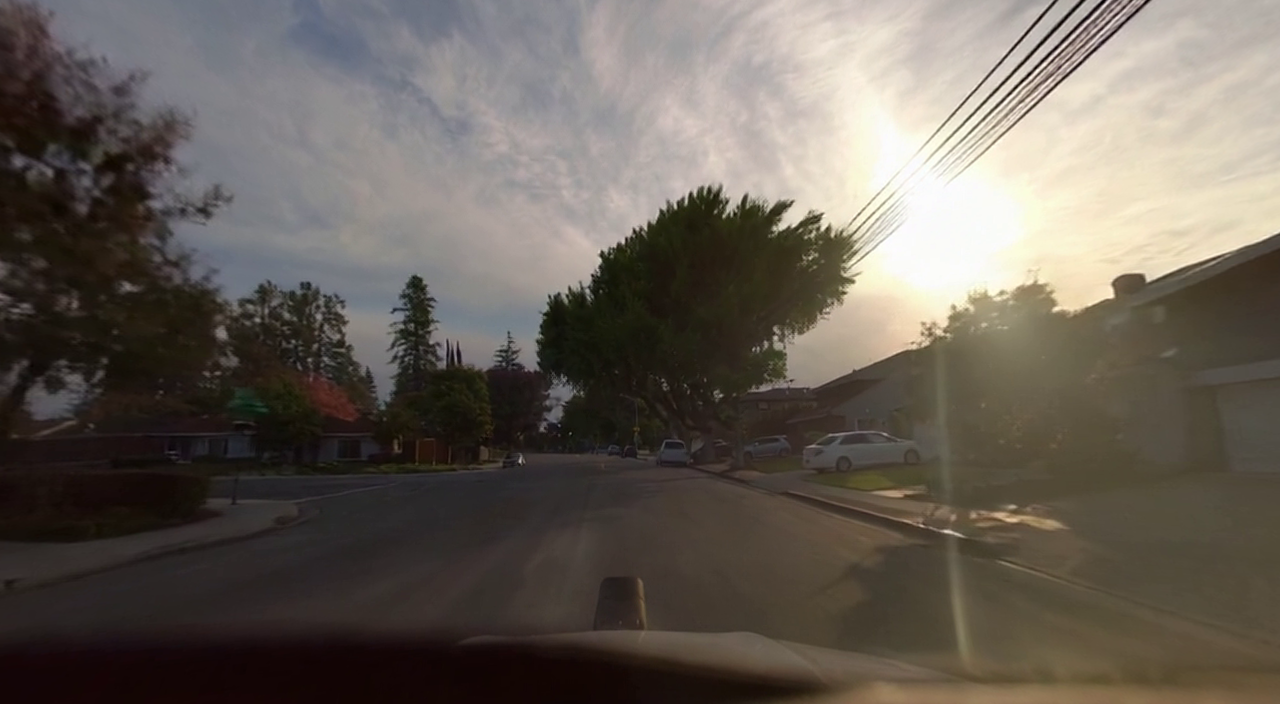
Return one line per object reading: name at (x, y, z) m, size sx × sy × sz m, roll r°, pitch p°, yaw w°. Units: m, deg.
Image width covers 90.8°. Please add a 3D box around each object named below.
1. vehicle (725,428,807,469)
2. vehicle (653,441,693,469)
vehicle at (8.393, 6.476, 42.511) m, size 4.801 × 2.139 × 2.164 m, roll -6°, pitch -8°, yaw -3°
vehicle at (2.449, 7.820, 48.013) m, size 2.214 × 1.962 × 4.733 m, roll 1°, pitch -9°, yaw -8°
